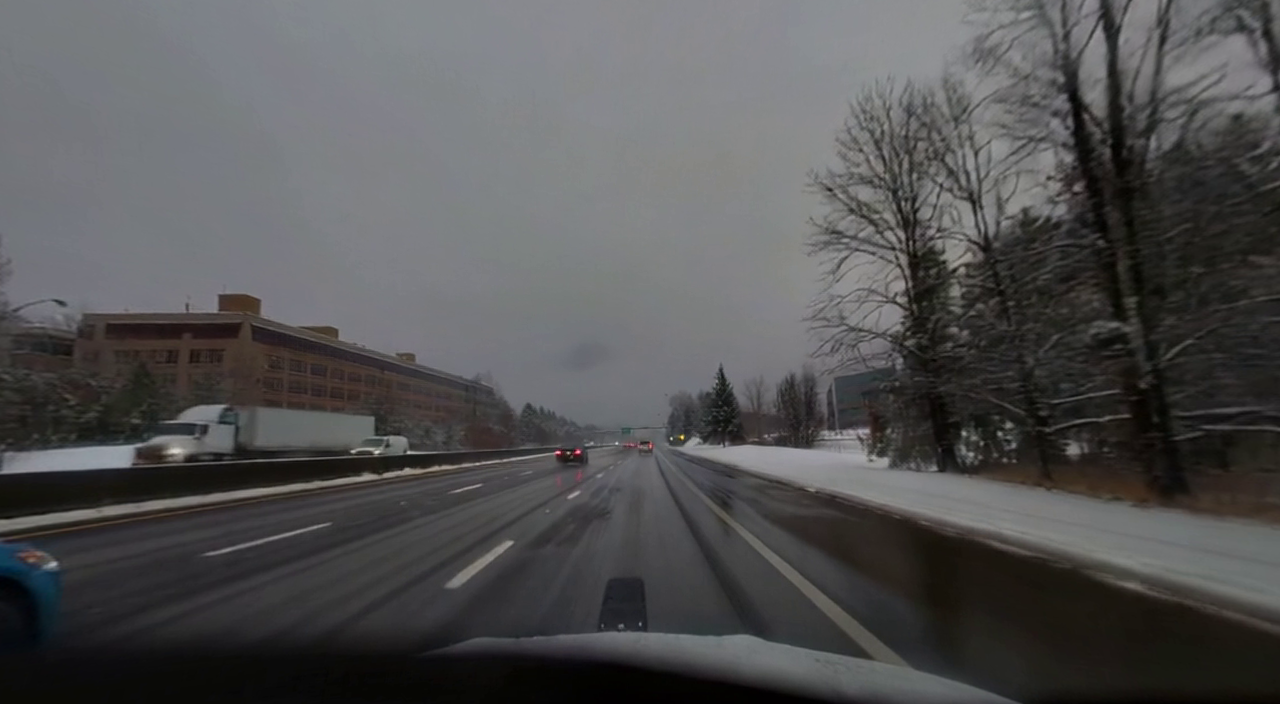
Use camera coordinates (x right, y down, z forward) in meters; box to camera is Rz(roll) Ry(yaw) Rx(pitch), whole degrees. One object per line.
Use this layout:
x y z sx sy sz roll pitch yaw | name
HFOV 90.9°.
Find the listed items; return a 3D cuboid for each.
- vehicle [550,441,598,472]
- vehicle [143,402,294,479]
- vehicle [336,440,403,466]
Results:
-3.259 5.216 31.785 1.926 1.464 4.186 0 -8 1 | vehicle
-24.549 5.278 37.503 3.059 3.993 8.430 0 -8 0 | vehicle
-20.529 7.680 48.207 2.244 1.899 6.273 0 -8 1 | vehicle
